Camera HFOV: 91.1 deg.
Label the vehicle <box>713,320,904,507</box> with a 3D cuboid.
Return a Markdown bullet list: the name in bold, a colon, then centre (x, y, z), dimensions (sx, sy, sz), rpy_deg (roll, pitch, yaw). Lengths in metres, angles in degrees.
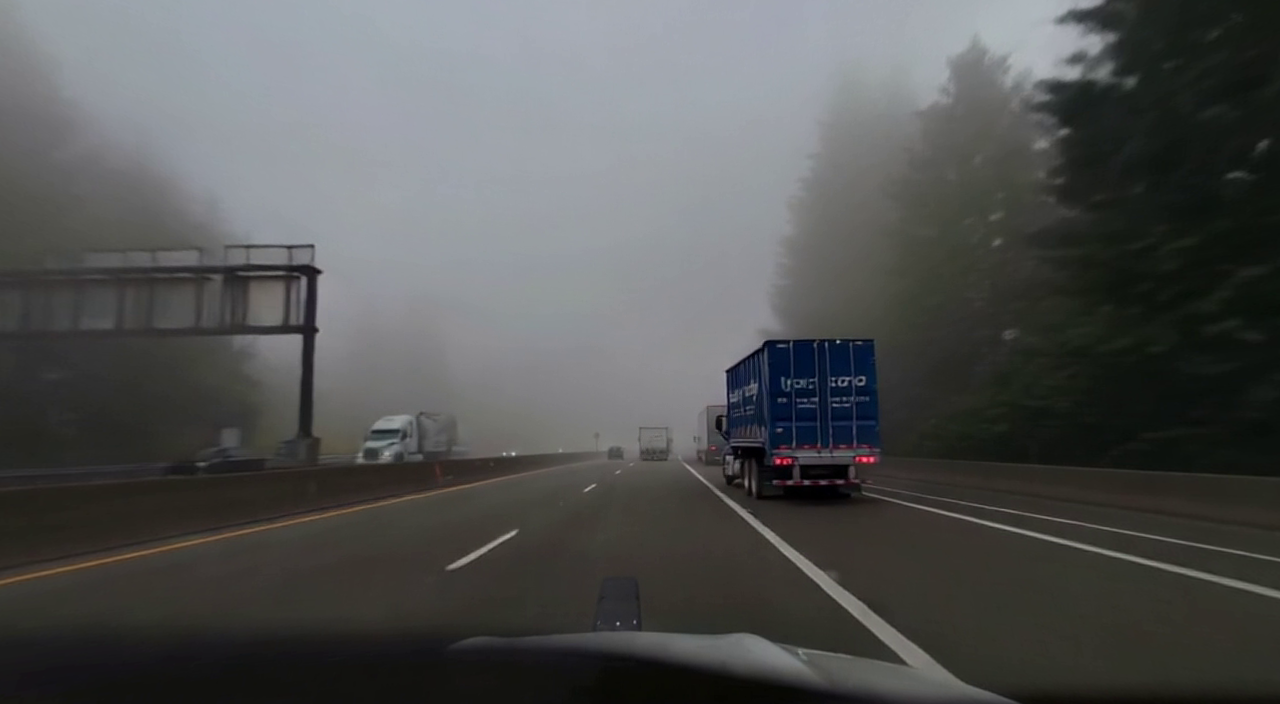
- **vehicle**: centre (4.027, 1.907, 18.005), dimensions (2.920, 3.860, 10.035), rpy_deg (0, -8, 2)

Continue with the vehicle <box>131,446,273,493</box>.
- **vehicle**: centre (-16.575, 4.418, 24.169), dimensions (1.980, 1.538, 4.622), rpy_deg (-1, -8, 3)

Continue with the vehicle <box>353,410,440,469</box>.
- **vehicle**: centre (-15.816, 5.754, 41.432), dimensions (3.037, 3.540, 6.335), rpy_deg (0, -7, 1)
